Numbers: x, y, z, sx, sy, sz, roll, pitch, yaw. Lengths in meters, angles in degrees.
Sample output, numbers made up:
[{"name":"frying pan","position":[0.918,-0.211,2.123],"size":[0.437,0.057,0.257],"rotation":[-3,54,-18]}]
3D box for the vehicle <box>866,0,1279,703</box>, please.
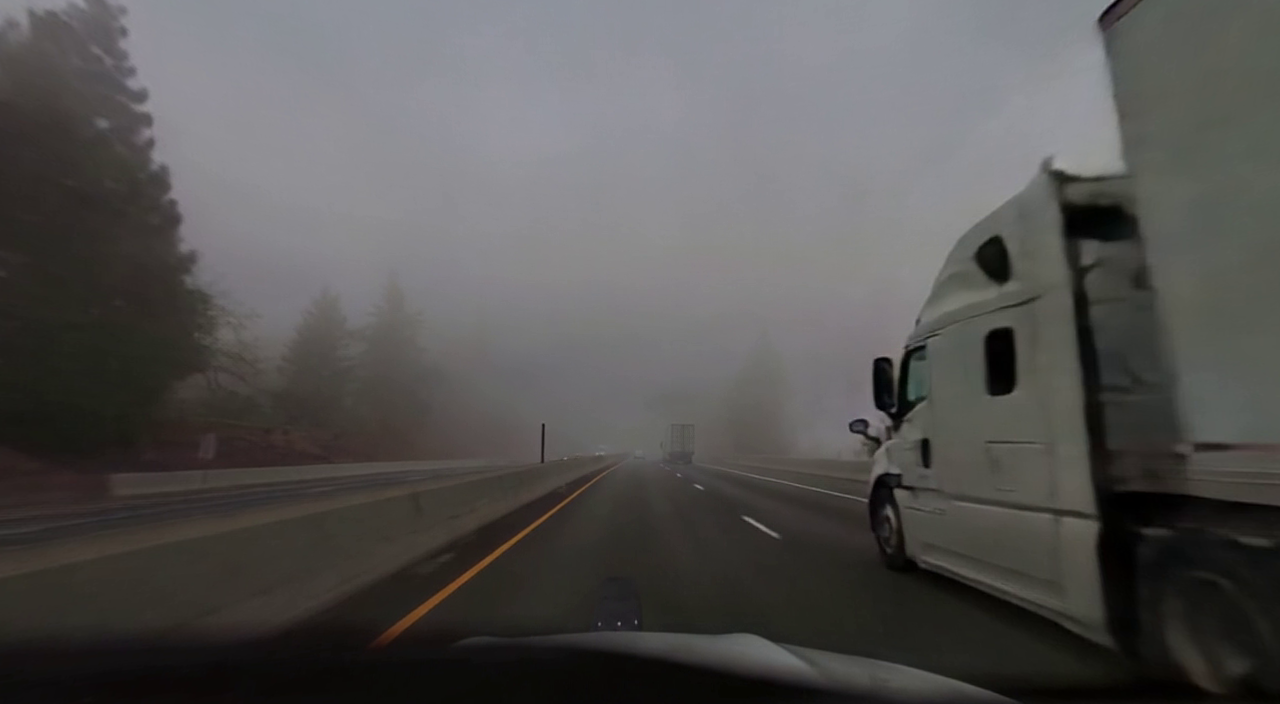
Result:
[{"name":"vehicle","position":[4.054,-0.045,3.614],"size":[2.989,3.896,6.129],"rotation":[0,-9,-1]}]
